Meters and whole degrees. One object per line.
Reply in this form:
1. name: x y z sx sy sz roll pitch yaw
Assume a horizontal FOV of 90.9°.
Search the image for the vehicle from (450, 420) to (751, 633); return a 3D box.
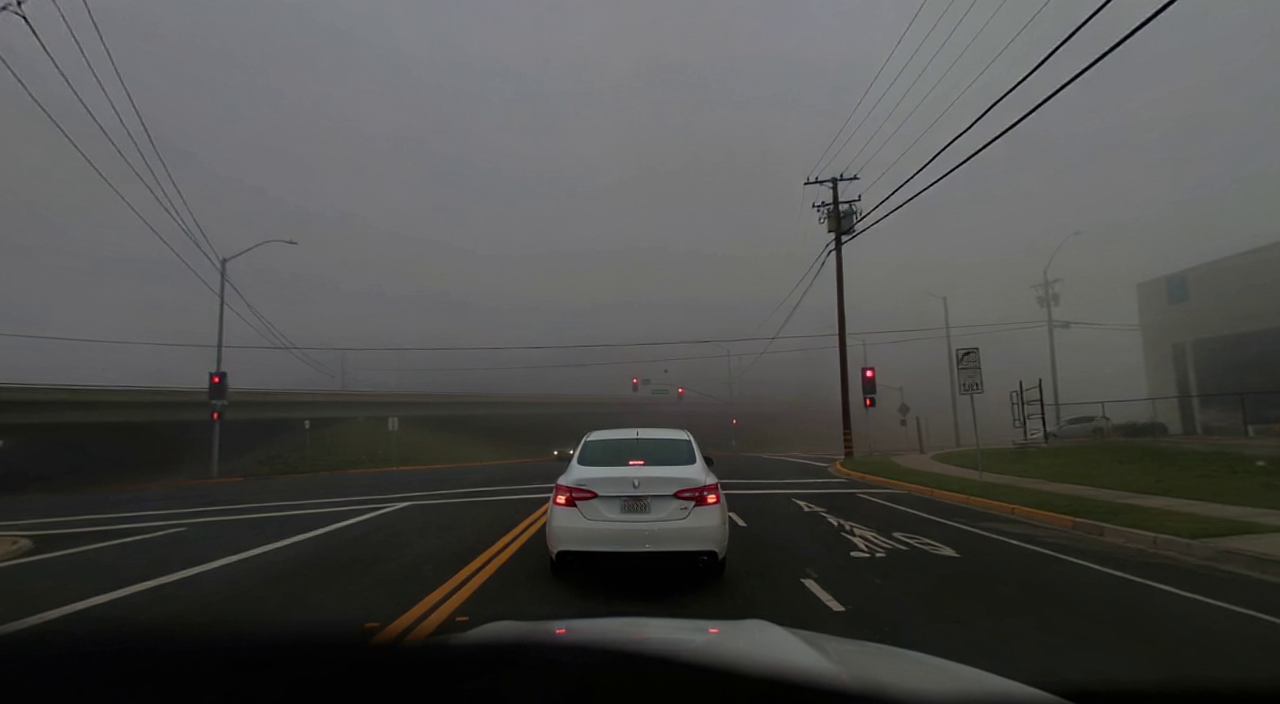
1. vehicle: -0.243 1.524 6.463 2.090 1.458 4.033 -1 -9 1
